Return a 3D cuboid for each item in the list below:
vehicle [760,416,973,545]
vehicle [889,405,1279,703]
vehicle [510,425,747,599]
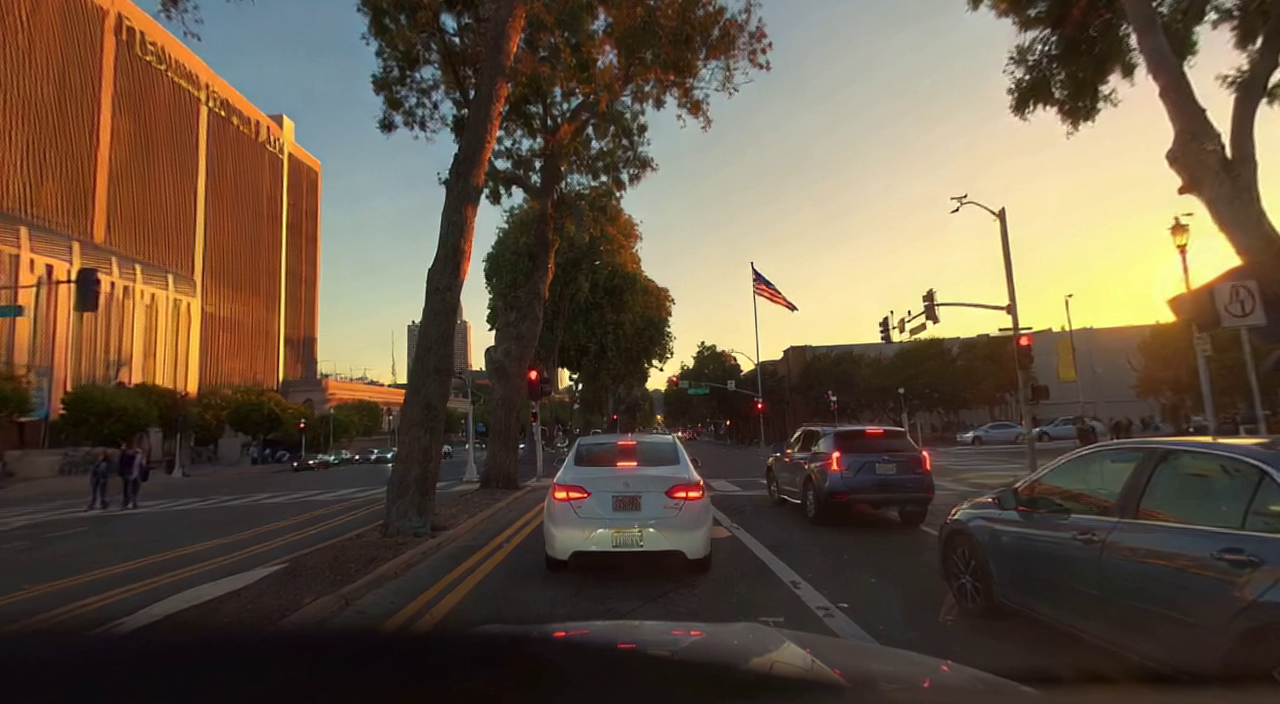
[{"bbox_3d":[3.517,2.087,10.945,1.978,1.738,4.599,0,-8,0],"label":"vehicle"},{"bbox_3d":[3.380,1.173,3.990,1.833,1.465,4.258,0,-8,-1],"label":"vehicle"},{"bbox_3d":[-0.107,1.706,7.552,2.096,1.521,3.747,0,-8,0],"label":"vehicle"}]
